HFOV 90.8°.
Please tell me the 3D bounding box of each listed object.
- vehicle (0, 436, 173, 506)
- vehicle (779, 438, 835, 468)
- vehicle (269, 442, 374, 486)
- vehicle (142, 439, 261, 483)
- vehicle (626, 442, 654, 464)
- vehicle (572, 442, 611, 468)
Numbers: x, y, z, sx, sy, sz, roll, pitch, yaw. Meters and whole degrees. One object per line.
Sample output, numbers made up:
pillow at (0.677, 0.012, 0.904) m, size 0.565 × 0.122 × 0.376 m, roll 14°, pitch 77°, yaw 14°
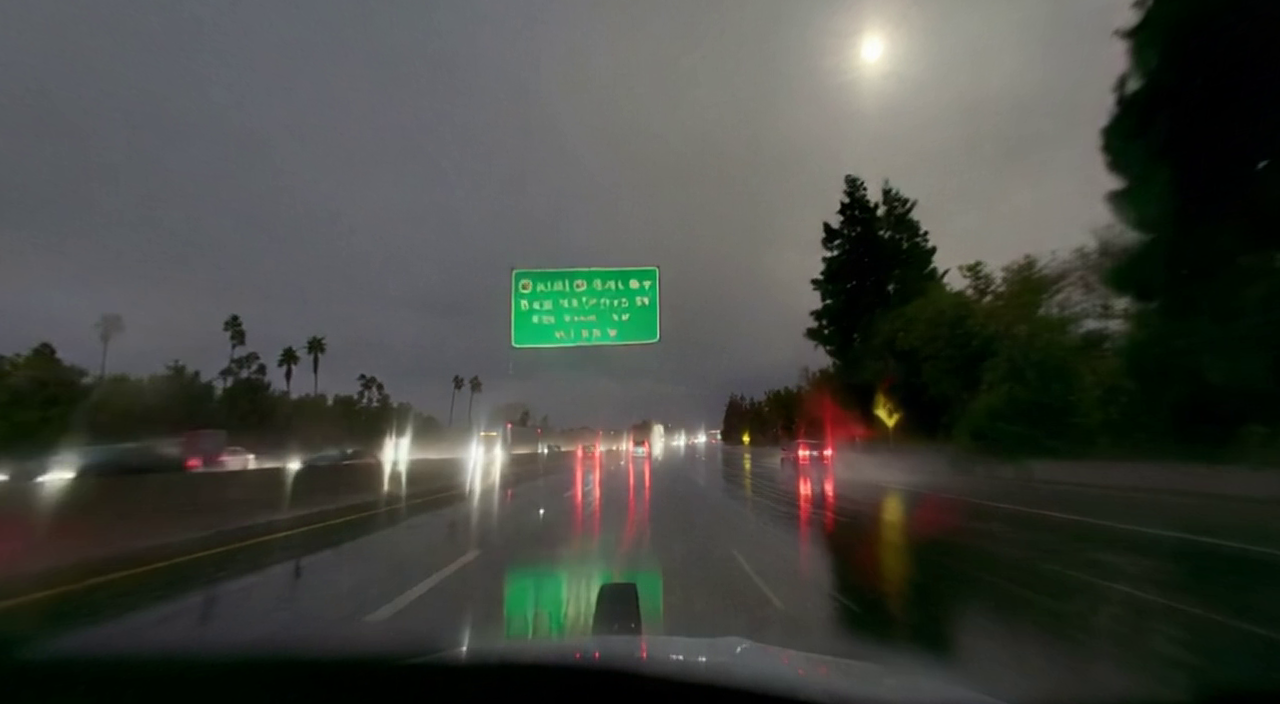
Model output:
vehicle at (-15.996, 3.272, 17.831) m, size 2.053 × 1.706 × 4.602 m, roll -1°, pitch -8°, yaw 0°
vehicle at (10.142, 6.143, 38.685) m, size 2.130 × 1.703 × 4.572 m, roll -1°, pitch -8°, yaw 0°
vehicle at (-12.804, 4.504, 25.794) m, size 2.000 × 1.600 × 4.430 m, roll -1°, pitch -8°, yaw 0°
vehicle at (-19.330, 4.793, 28.141) m, size 1.981 × 1.760 × 4.557 m, roll -1°, pitch -8°, yaw 0°
vehicle at (0.009, 7.417, 46.435) m, size 1.977 × 1.513 × 3.546 m, roll -1°, pitch -8°, yaw 1°
vehicle at (-3.150, 6.789, 41.806) m, size 2.154 × 1.530 × 4.519 m, roll -1°, pitch -8°, yaw 1°
